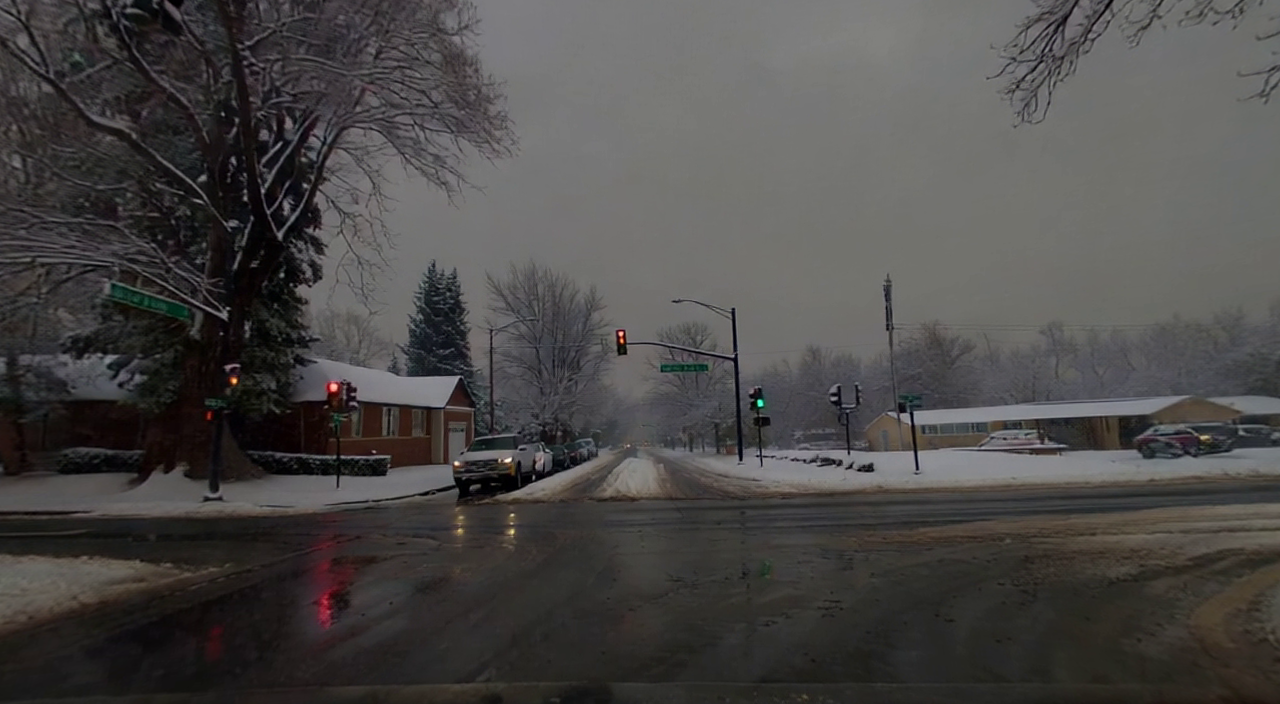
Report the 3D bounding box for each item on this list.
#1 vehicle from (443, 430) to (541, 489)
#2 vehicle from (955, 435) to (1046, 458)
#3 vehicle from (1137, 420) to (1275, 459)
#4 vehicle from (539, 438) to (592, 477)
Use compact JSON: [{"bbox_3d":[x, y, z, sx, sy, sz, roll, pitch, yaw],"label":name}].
[{"bbox_3d":[-6.505,4.841,28.982,2.896,2.339,7.322,0,-9,-1],"label":"vehicle"},{"bbox_3d":[24.968,6.557,43.848,5.172,1.515,1.851,0,-9,-2],"label":"vehicle"},{"bbox_3d":[33.251,5.162,37.245,5.969,2.149,2.331,0,-9,-3],"label":"vehicle"},{"bbox_3d":[-3.650,5.277,31.898,2.120,1.783,4.788,0,-9,-1],"label":"vehicle"}]
